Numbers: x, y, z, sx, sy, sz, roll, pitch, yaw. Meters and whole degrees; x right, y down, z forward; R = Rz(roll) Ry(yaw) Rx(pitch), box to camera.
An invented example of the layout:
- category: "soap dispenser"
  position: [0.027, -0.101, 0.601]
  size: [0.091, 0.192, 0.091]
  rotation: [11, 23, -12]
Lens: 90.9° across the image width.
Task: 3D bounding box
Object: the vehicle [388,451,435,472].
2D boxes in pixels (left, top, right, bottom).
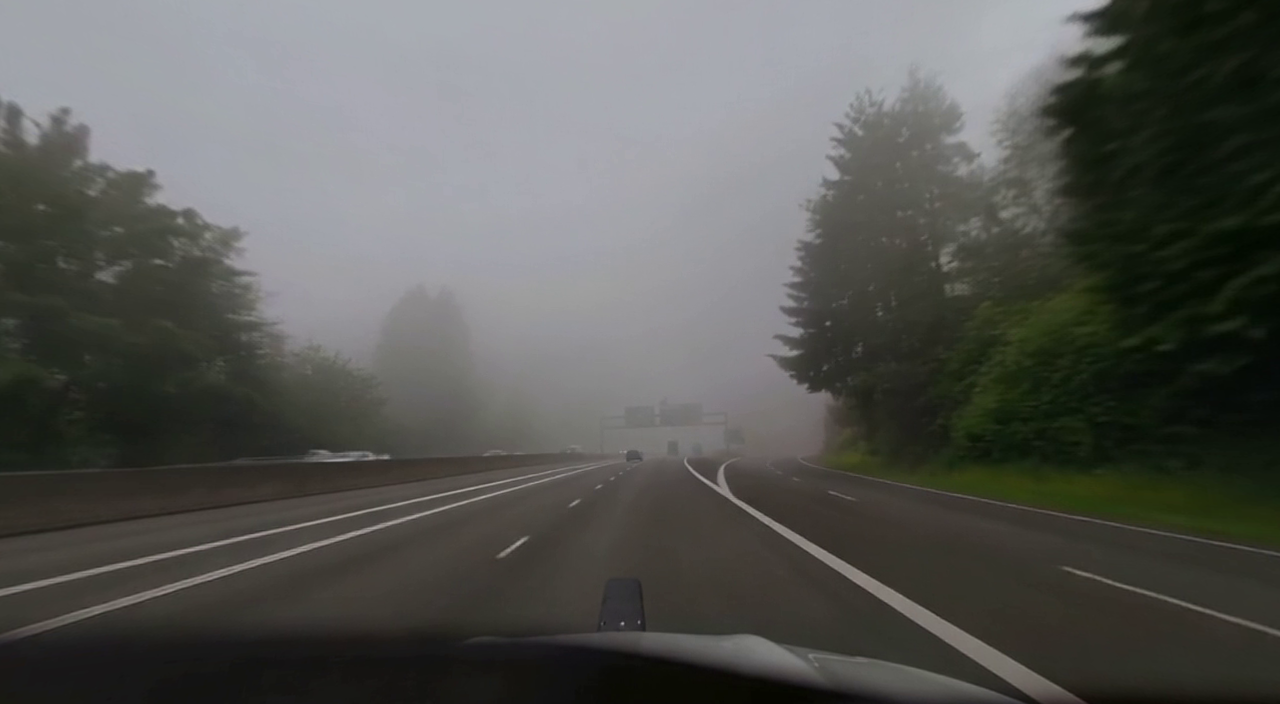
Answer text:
- category: "vehicle"
  position: [-17.230, 8.247, 47.683]
  size: [1.993, 1.503, 3.964]
  rotation: [0, -9, 2]

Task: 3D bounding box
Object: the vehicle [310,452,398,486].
- category: "vehicle"
  position: [-13.687, 5.579, 30.476]
  size: [1.875, 1.487, 4.806]
  rotation: [0, -9, 2]
